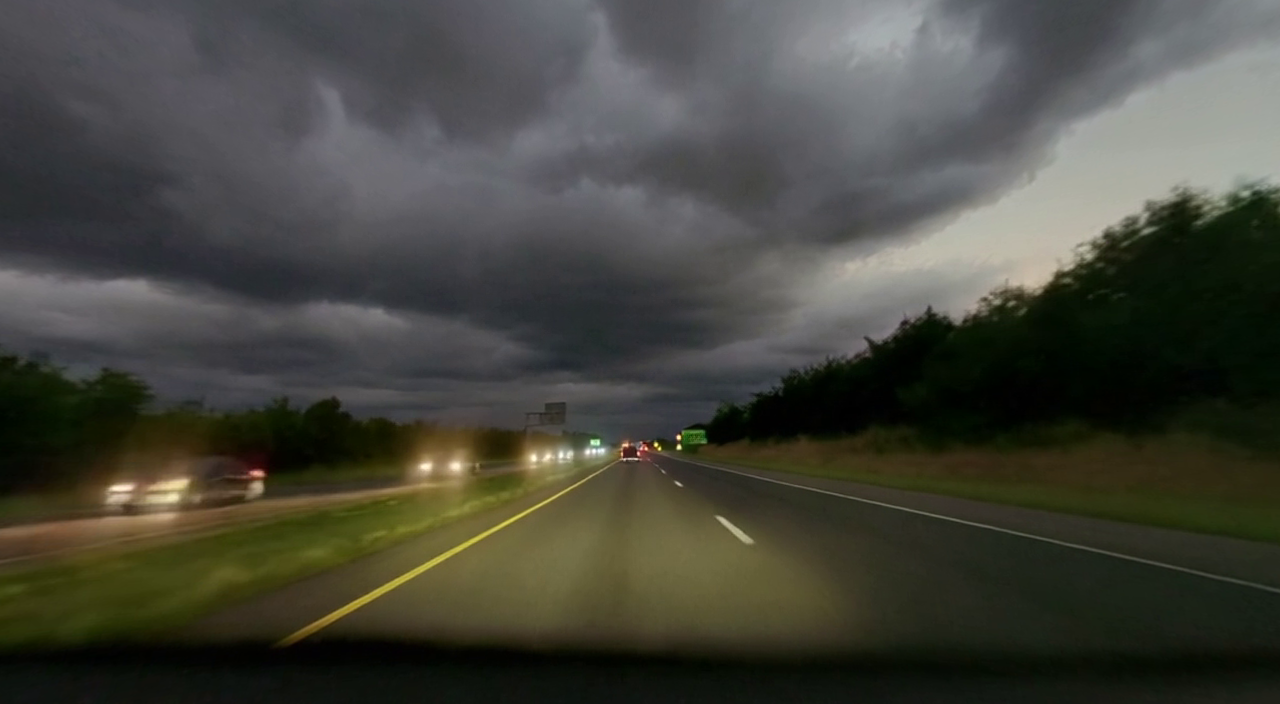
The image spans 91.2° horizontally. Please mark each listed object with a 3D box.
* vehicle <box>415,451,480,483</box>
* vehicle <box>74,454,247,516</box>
[{"bbox_3d":[-9.715,5.802,31.996,1.888,1.509,4.461,0,-9,0],"label":"vehicle"},{"bbox_3d":[-14.162,3.908,18.898,1.887,1.573,4.187,0,-9,0],"label":"vehicle"}]
